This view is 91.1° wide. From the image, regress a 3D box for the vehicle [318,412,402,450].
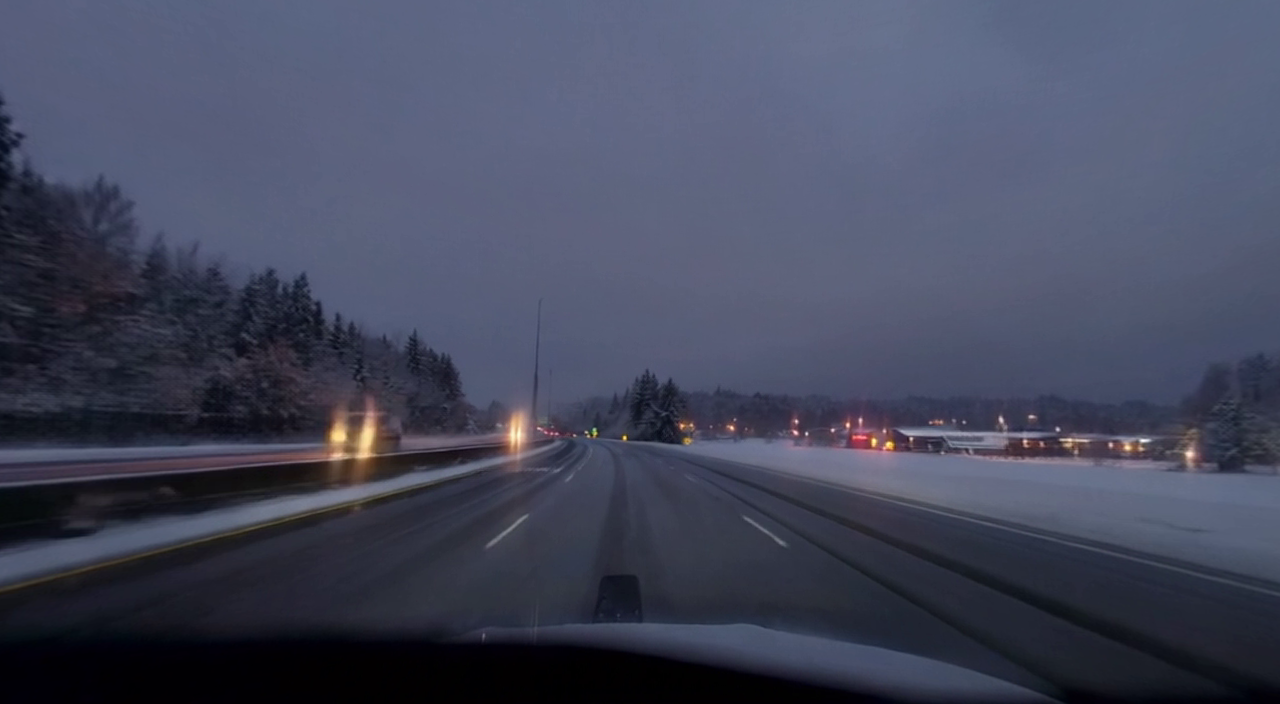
[{"bbox_3d":[-13.674,3.923,31.090,2.059,1.745,4.882,0,-8,-2],"label":"vehicle"}]
